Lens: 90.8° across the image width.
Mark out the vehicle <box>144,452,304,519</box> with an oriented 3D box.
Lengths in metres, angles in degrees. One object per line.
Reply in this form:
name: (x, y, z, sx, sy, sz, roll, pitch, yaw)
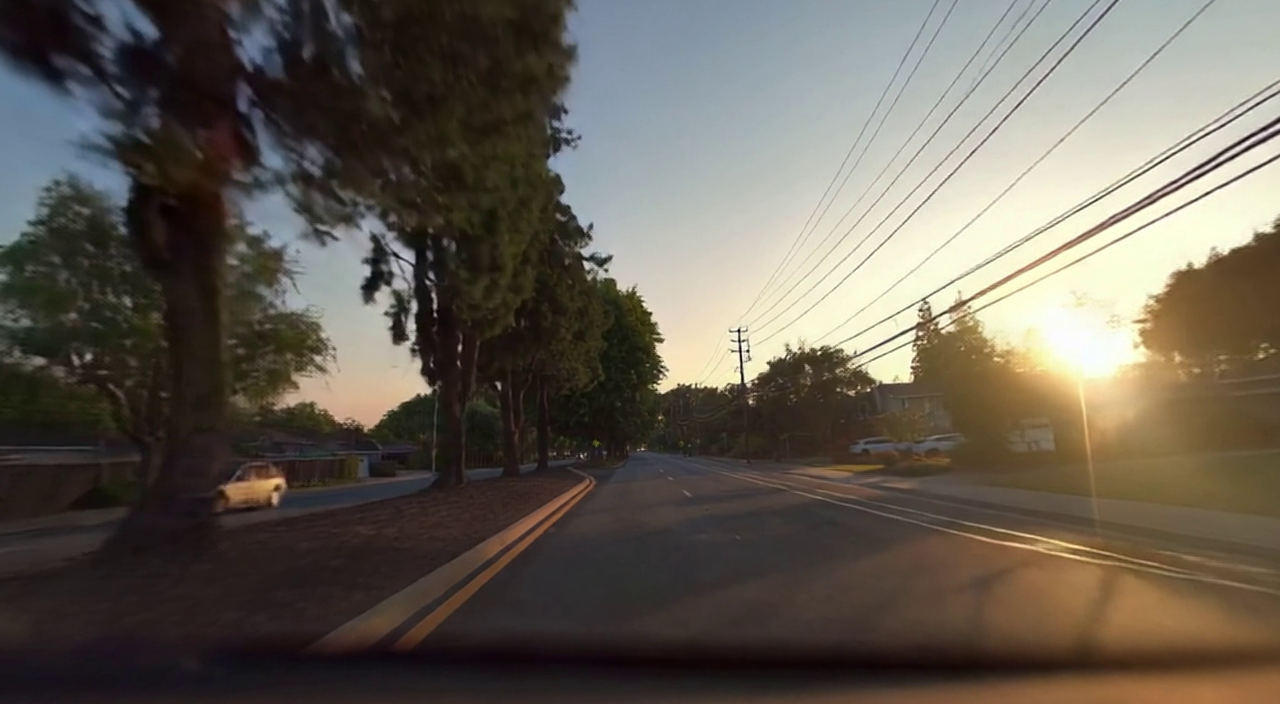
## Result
vehicle: (-13.440, 4.283, 20.885, 2.112, 1.847, 4.765, 0, -8, -2)
